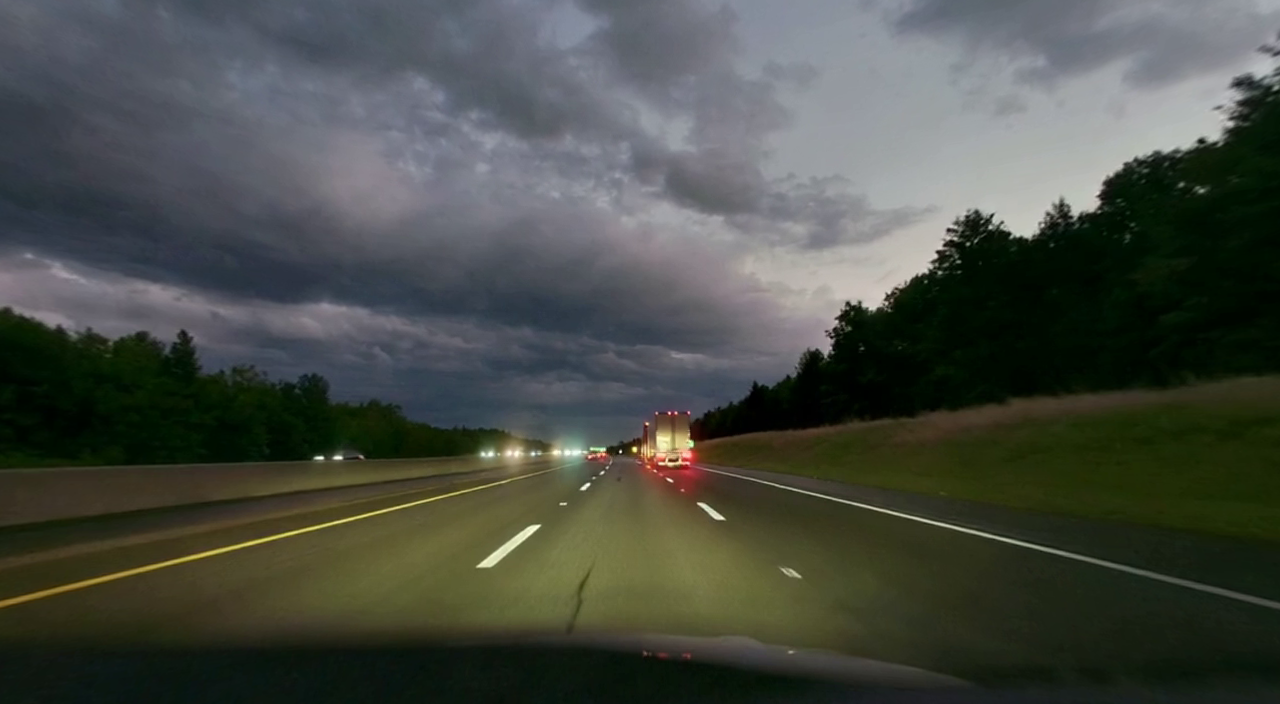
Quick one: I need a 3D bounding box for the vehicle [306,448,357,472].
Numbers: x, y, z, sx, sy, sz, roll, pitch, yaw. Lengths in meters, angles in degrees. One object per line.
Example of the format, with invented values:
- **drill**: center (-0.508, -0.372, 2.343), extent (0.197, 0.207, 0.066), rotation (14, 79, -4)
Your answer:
- **vehicle**: center (-20.157, 7.029, 41.290), extent (1.636, 1.467, 3.540), rotation (0, -9, -2)
